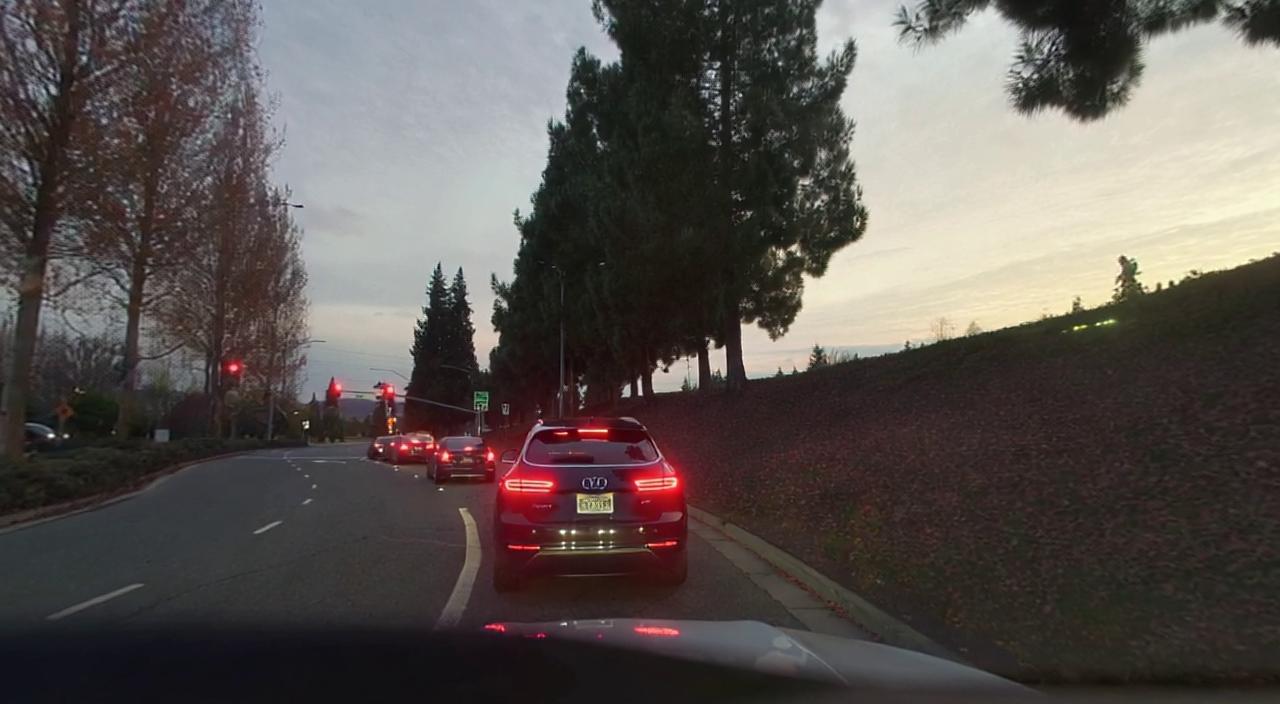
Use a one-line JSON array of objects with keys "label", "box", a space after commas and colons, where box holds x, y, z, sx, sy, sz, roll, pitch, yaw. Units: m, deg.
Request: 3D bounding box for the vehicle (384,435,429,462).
[{"label": "vehicle", "box": [-13.749, 5.638, 36.894, 1.863, 1.488, 4.426, 4, -9, -27]}]

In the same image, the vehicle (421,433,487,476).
[{"label": "vehicle", "box": [-7.303, 3.947, 24.484, 1.902, 1.536, 3.662, 4, -9, -25]}]

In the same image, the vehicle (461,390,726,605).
[{"label": "vehicle", "box": [-0.679, 1.456, 7.203, 2.134, 1.671, 4.147, 1, -8, -9]}]
